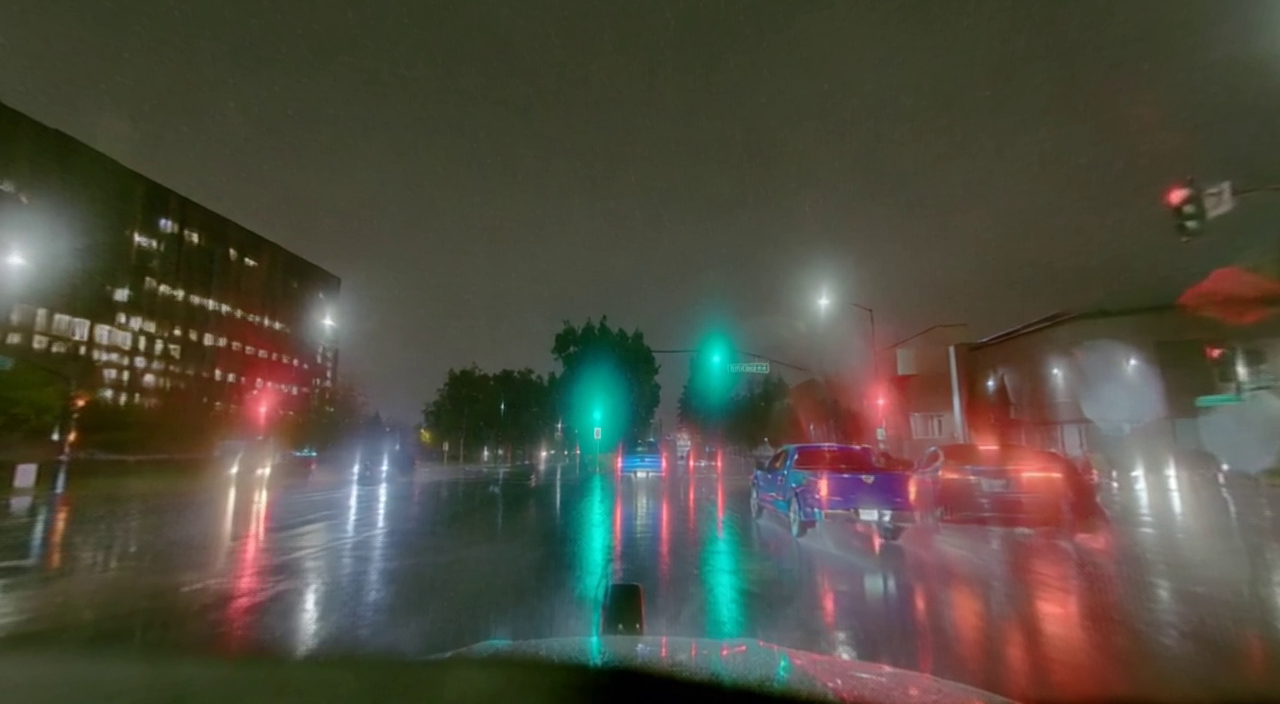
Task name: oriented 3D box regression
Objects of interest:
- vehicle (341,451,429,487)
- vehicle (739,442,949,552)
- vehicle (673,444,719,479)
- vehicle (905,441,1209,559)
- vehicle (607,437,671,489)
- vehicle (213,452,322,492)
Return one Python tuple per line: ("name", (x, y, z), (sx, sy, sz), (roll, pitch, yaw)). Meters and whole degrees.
("vehicle", (-11.399, 5.230, 28.617), (1.989, 1.459, 4.667), (0, -8, 1))
("vehicle", (3.138, 2.307, 10.869), (2.057, 1.463, 4.365), (0, -8, -1))
("vehicle", (3.034, 5.979, 34.849), (2.013, 1.742, 4.424), (0, -8, -1))
("vehicle", (6.277, 2.225, 10.379), (1.855, 1.469, 4.598), (0, -8, 0))
("vehicle", (-0.073, 4.419, 25.578), (2.344, 1.883, 4.572), (0, -8, 0))
("vehicle", (-15.532, 4.994, 26.662), (1.915, 1.491, 4.347), (0, -8, 0))
